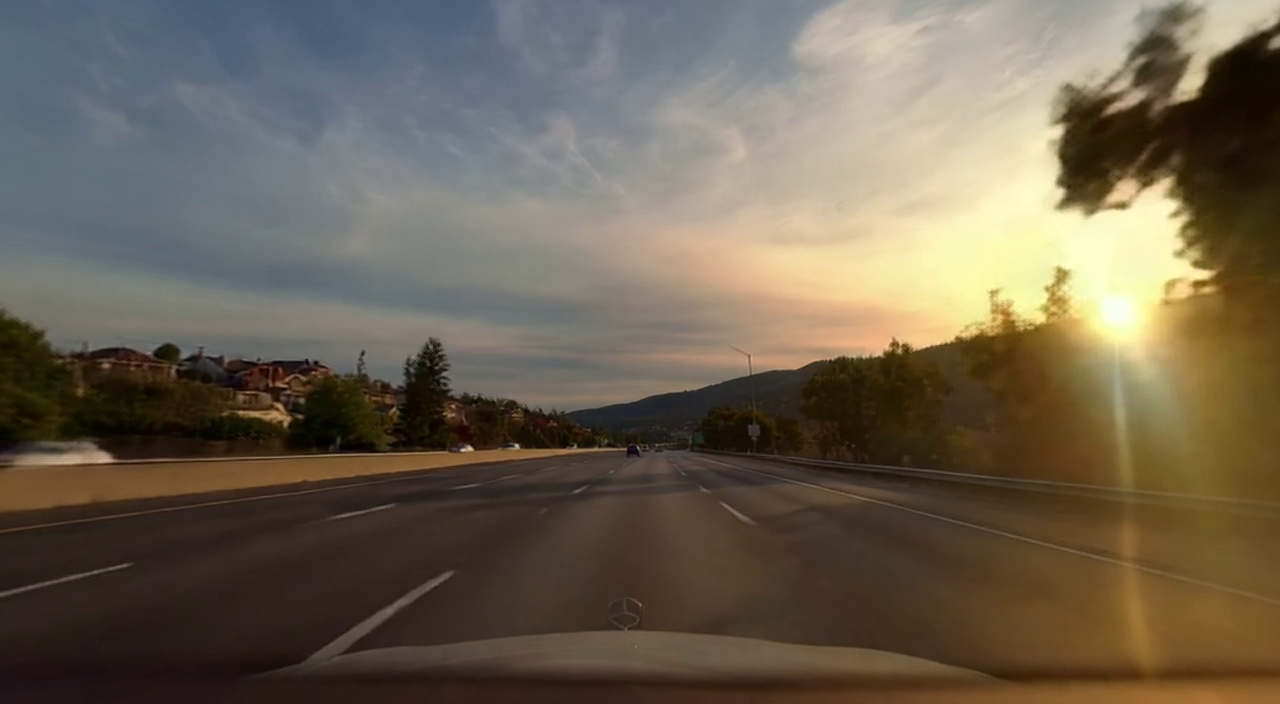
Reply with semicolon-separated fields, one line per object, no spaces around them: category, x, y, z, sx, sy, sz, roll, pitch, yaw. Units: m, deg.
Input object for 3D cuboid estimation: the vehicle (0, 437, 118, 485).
vehicle;-26.945;4.768;27.989;2.389;1.915;5.855;0;-8;1
